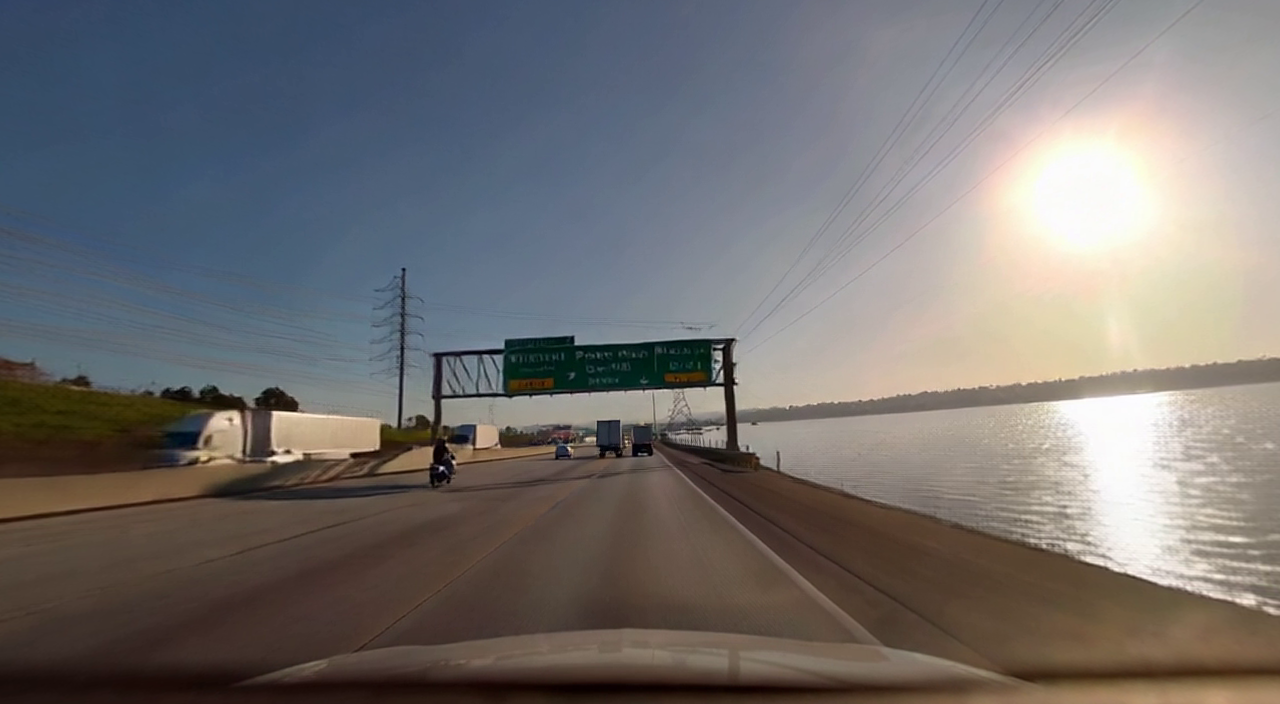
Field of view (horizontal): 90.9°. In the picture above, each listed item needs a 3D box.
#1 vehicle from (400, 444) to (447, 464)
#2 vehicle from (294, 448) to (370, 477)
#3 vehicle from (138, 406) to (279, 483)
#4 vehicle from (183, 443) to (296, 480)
[{"bbox_3d":[-16.818,7.934,49.275,1.936,1.528,4.637,0,-8,1],"label":"vehicle"},{"bbox_3d":[-17.073,6.114,35.225,1.913,1.453,4.489,0,-8,1],"label":"vehicle"},{"bbox_3d":[-24.713,5.377,36.705,3.028,4.023,7.008,0,-8,1],"label":"vehicle"},{"bbox_3d":[-20.835,5.697,33.191,2.160,1.758,5.659,0,-8,1],"label":"vehicle"}]
